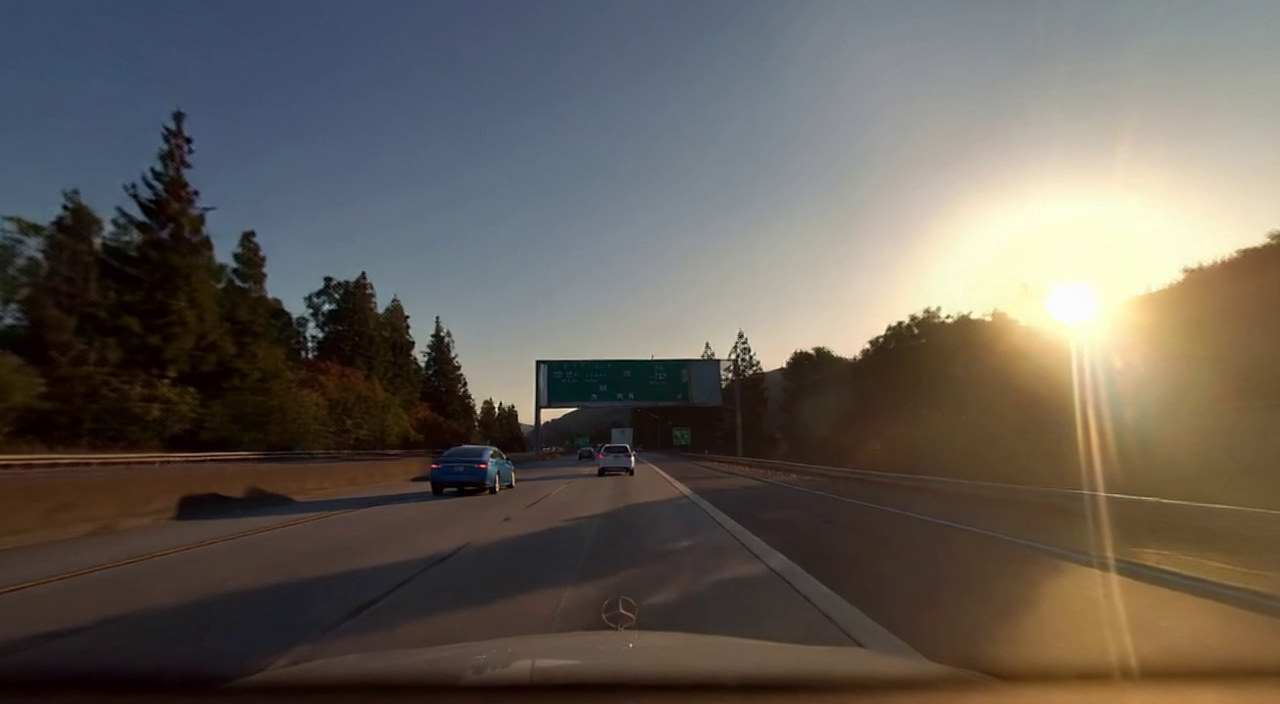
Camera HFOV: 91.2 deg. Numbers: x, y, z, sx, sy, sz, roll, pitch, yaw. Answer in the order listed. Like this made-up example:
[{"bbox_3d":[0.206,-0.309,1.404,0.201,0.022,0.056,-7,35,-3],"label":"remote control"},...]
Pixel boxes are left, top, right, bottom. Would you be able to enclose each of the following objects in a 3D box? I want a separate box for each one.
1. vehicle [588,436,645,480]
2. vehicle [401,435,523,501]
[{"bbox_3d":[-0.984,4.453,26.522,2.220,1.711,4.056,0,-9,-2],"label":"vehicle"},{"bbox_3d":[-4.834,3.232,17.829,2.103,1.588,4.709,-1,-9,0],"label":"vehicle"}]
